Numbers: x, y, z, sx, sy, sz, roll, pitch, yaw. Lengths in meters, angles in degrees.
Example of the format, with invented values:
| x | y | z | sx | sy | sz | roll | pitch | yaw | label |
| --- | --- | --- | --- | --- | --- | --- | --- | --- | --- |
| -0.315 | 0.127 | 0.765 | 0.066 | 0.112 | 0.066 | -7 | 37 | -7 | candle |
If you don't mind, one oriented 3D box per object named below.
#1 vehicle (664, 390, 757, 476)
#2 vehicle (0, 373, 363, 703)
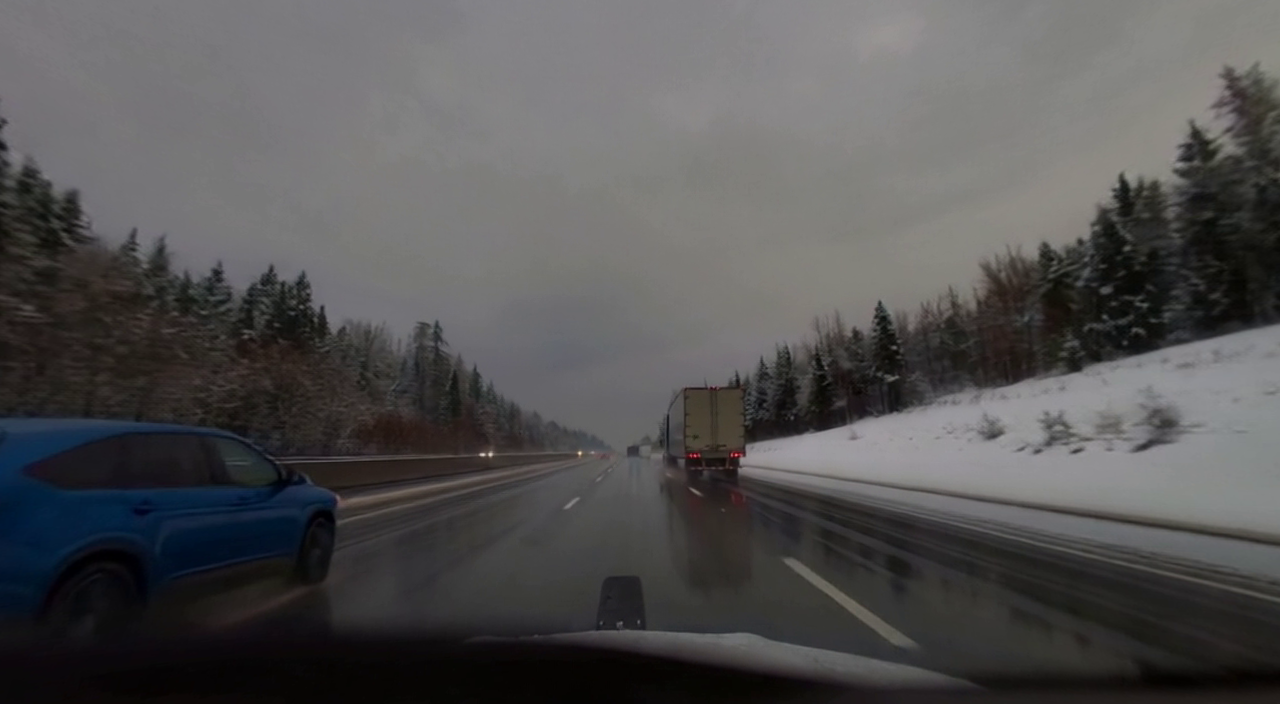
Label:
| x | y | z | sx | sy | sz | roll | pitch | yaw | label |
| --- | --- | --- | --- | --- | --- | --- | --- | --- | --- |
| 3.795 | 5.355 | 39.879 | 3.532 | 4.201 | 17.611 | 0 | -9 | -1 | vehicle |
| -4.058 | 1.197 | 4.550 | 2.115 | 1.670 | 4.261 | 0 | -9 | 0 | vehicle |
